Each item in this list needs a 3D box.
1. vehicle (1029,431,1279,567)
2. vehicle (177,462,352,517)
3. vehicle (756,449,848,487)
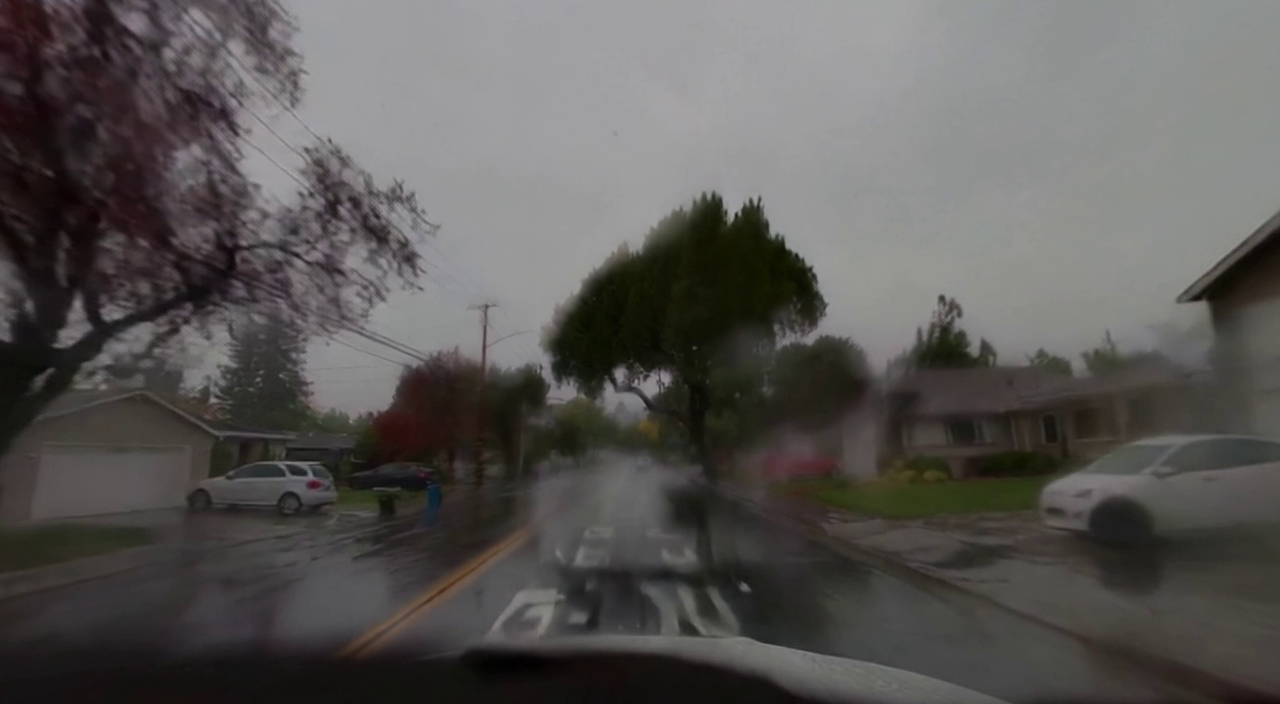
[{"bbox_3d":[8.774,1.953,8.792,5.379,1.611,2.040,0,-9,-2],"label":"vehicle"},{"bbox_3d":[-11.738,4.295,19.968,4.243,1.598,2.003,0,-9,3],"label":"vehicle"},{"bbox_3d":[7.706,5.522,30.334,3.846,1.725,1.920,1,-9,-4],"label":"vehicle"}]
